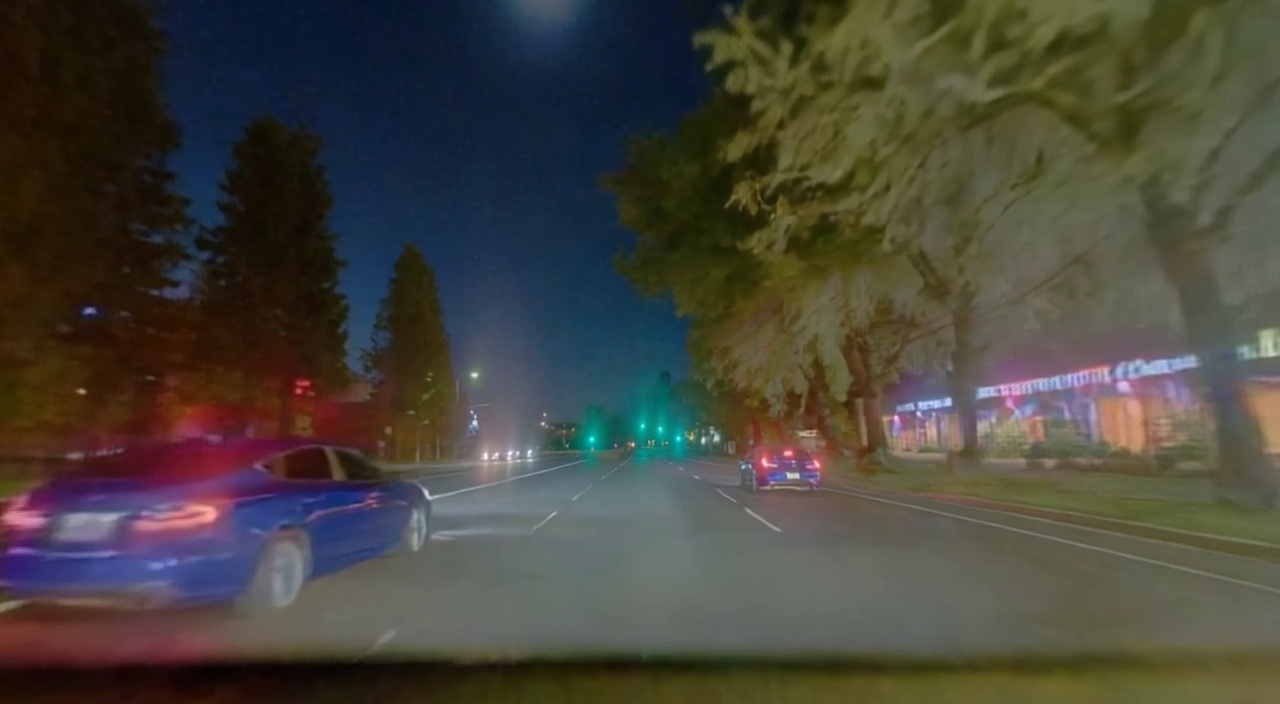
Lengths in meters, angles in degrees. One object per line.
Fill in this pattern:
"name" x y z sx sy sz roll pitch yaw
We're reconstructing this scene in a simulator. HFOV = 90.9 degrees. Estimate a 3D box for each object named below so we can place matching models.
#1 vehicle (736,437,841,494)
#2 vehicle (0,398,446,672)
"vehicle" 4.191 3.270 18.608 1.977 1.474 4.399 0 -8 -1
"vehicle" -3.471 1.323 5.671 2.001 1.504 4.212 0 -8 1
